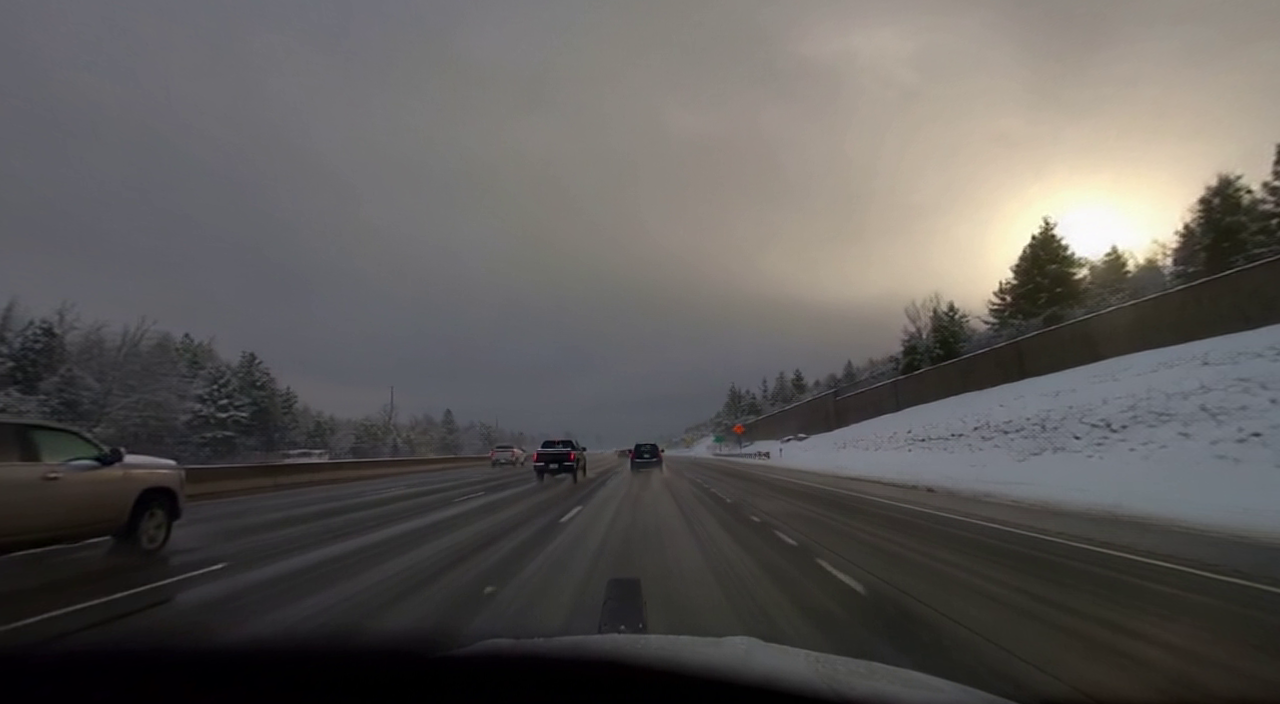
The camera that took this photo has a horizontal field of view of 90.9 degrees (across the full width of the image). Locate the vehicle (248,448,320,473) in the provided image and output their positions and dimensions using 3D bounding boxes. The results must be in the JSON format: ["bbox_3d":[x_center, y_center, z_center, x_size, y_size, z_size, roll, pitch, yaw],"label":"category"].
[{"bbox_3d":[-23.435,7.130,41.782,1.953,1.532,4.791,0,-9,1],"label":"vehicle"}]

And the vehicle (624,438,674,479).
[{"bbox_3d":[0.400,5.138,30.685,2.233,1.804,4.273,0,-9,0],"label":"vehicle"}]

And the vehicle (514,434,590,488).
[{"bbox_3d":[-3.173,4.057,23.790,2.093,1.820,4.506,0,-9,1],"label":"vehicle"}]

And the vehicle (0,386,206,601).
[{"bbox_3d":[-6.639,1.212,5.339,2.108,1.856,5.214,0,-9,1],"label":"vehicle"}]

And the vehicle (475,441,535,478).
[{"bbox_3d":[-6.676,5.368,31.736,2.059,1.745,4.239,0,-9,0],"label":"vehicle"}]
